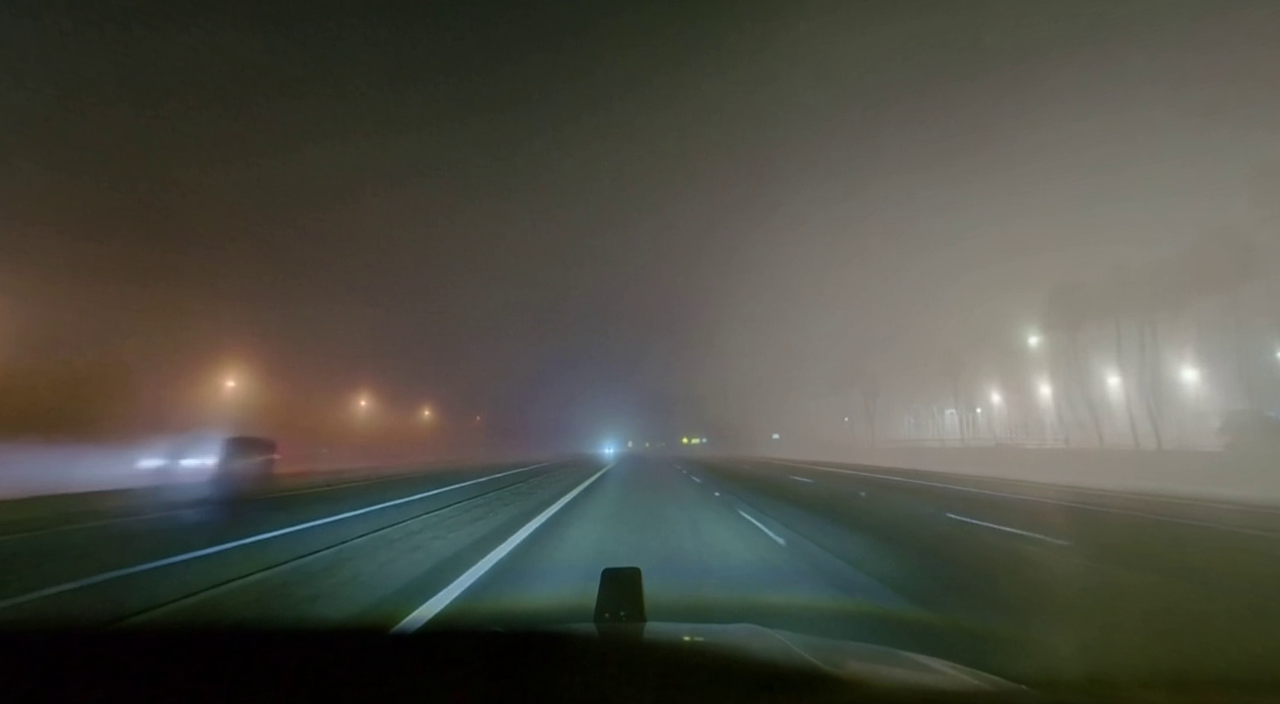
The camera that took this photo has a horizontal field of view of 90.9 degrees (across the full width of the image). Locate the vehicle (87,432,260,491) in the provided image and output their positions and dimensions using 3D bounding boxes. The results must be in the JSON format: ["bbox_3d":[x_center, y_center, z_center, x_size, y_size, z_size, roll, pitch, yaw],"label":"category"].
[{"bbox_3d":[-17.342,4.085,23.974,2.355,1.971,5.430,0,-8,1],"label":"vehicle"}]
